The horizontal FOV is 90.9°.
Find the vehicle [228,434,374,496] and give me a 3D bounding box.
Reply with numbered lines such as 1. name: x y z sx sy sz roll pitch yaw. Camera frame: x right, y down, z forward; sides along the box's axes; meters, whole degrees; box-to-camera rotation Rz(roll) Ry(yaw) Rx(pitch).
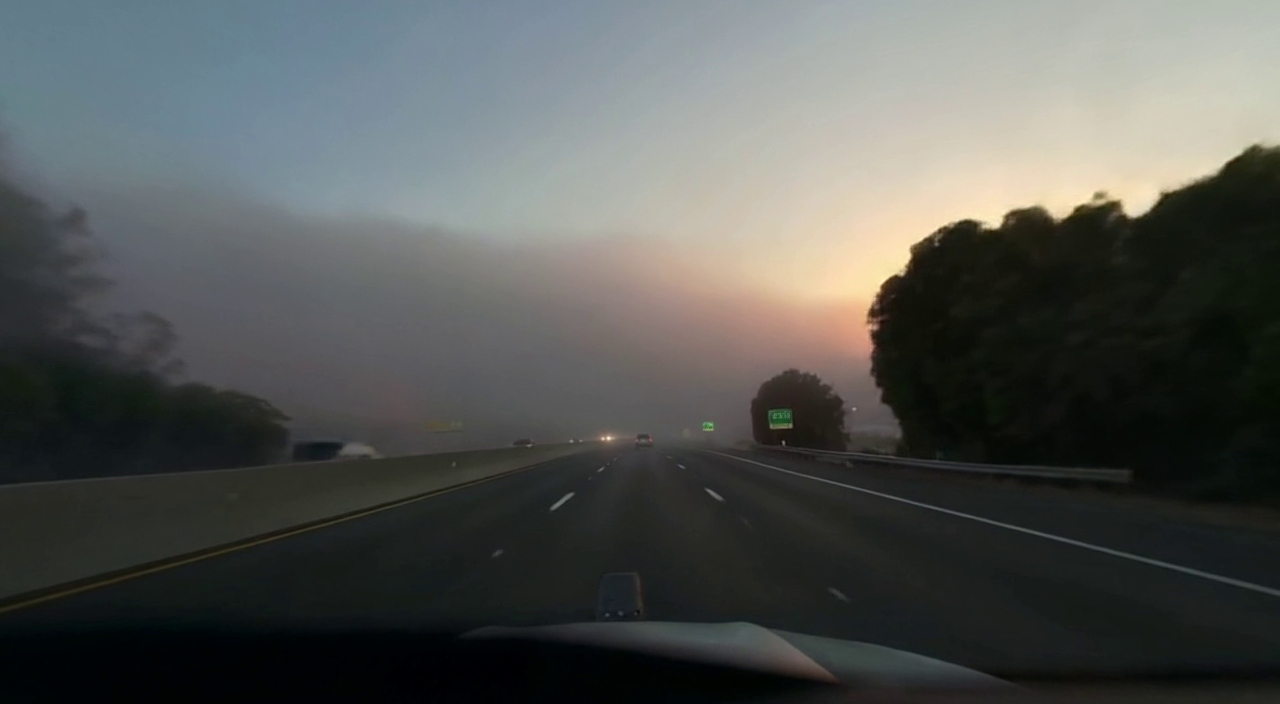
1. vehicle: -10.987 3.676 20.971 2.136 1.808 4.782 0 -8 0
